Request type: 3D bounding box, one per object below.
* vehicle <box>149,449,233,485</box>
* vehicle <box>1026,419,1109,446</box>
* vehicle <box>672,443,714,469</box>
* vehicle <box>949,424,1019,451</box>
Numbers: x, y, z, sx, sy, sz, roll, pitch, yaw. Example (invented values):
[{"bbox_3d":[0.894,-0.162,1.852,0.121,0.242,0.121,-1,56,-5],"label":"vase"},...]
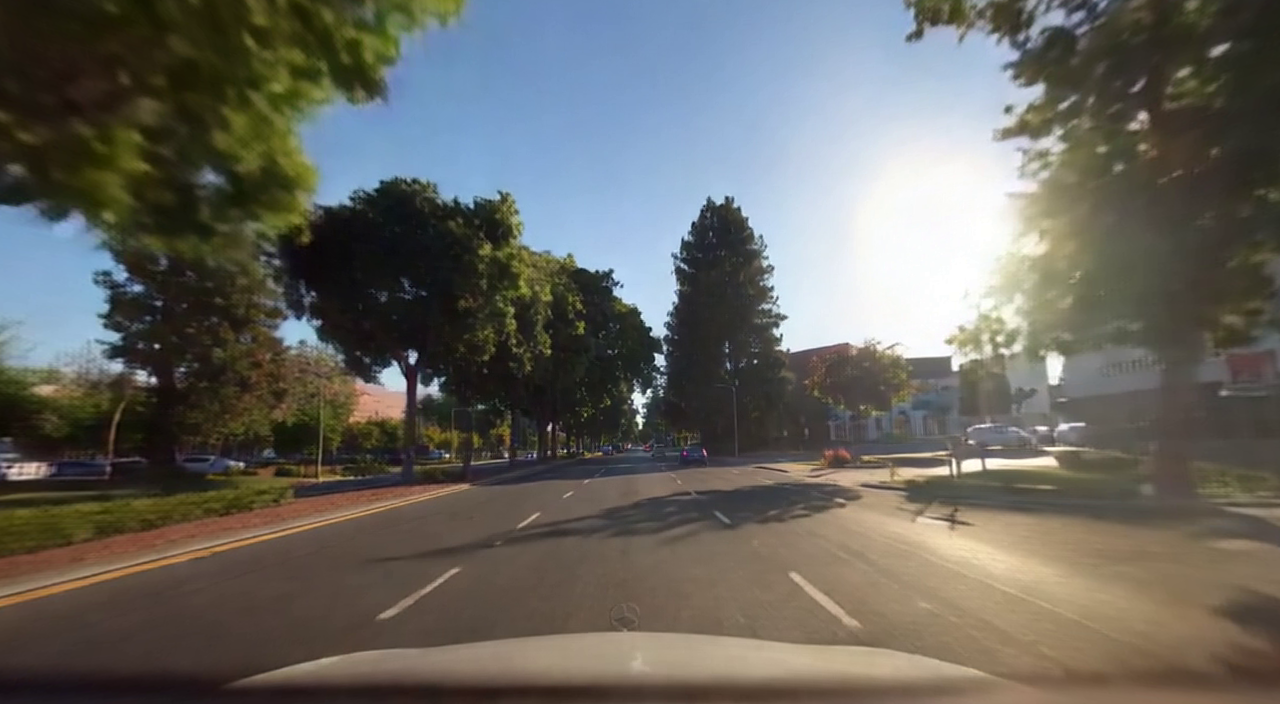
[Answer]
[{"bbox_3d":[-35.206,8.986,49.800,2.182,2.543,6.006,0,-8,0],"label":"vehicle"},{"bbox_3d":[27.601,5.175,41.018,2.037,1.633,4.447,1,-7,-5],"label":"vehicle"},{"bbox_3d":[3.177,6.350,38.744,2.033,1.482,4.571,0,-8,-2],"label":"vehicle"},{"bbox_3d":[21.793,5.461,40.234,1.911,1.604,4.411,0,-8,-1],"label":"vehicle"}]
